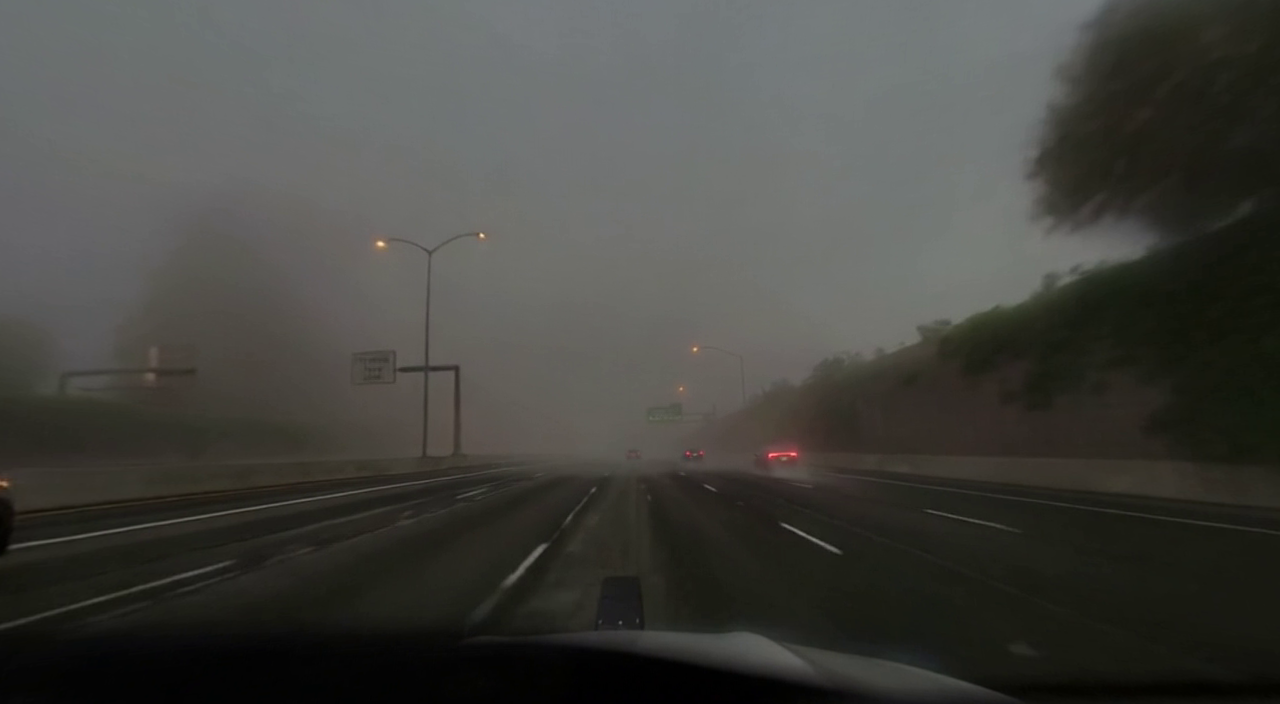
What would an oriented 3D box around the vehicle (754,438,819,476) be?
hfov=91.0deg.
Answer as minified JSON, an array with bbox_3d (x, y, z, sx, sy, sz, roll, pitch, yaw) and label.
[{"bbox_3d":[7.275,5.268,31.763,2.167,1.781,4.340,0,-9,-1],"label":"vehicle"}]
